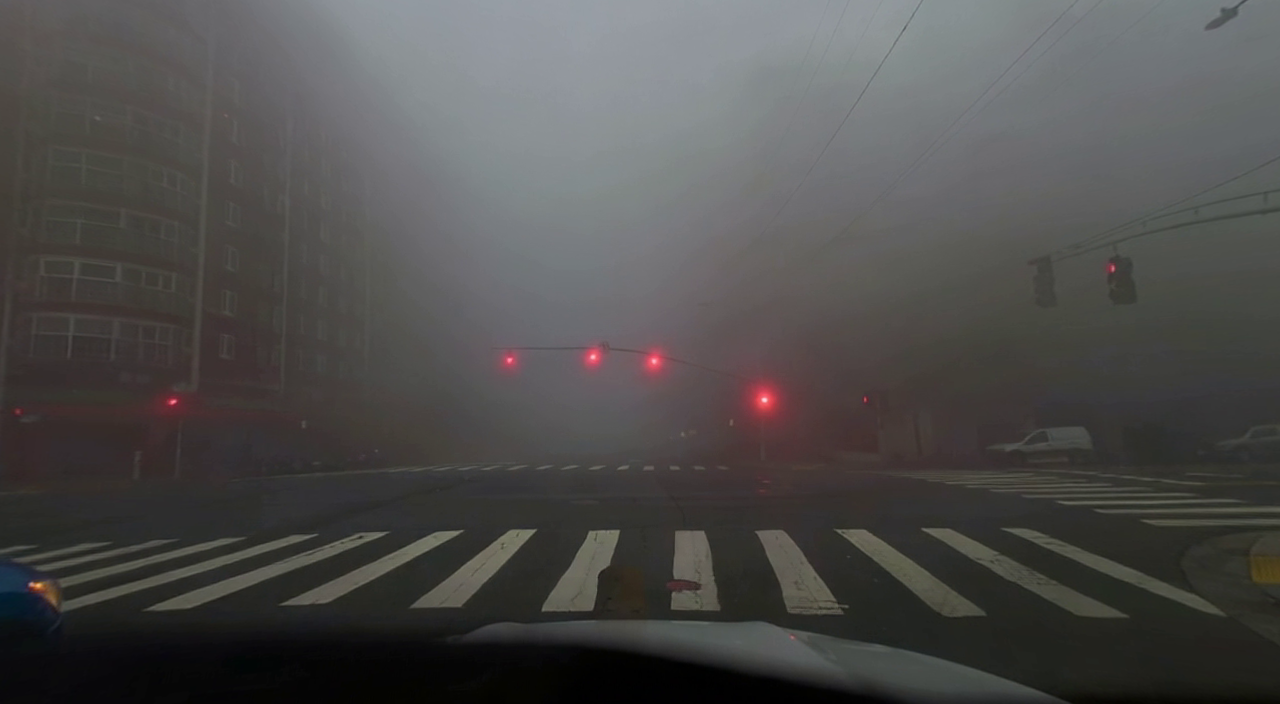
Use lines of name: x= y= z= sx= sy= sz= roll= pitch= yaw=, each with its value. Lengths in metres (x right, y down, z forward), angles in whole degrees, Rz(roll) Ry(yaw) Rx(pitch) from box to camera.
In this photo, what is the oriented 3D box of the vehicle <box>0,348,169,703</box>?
vehicle: x=-3.633 y=0.619 z=1.056 sx=2.109 sy=1.692 sz=4.587 roll=0 pitch=-8 yaw=0
